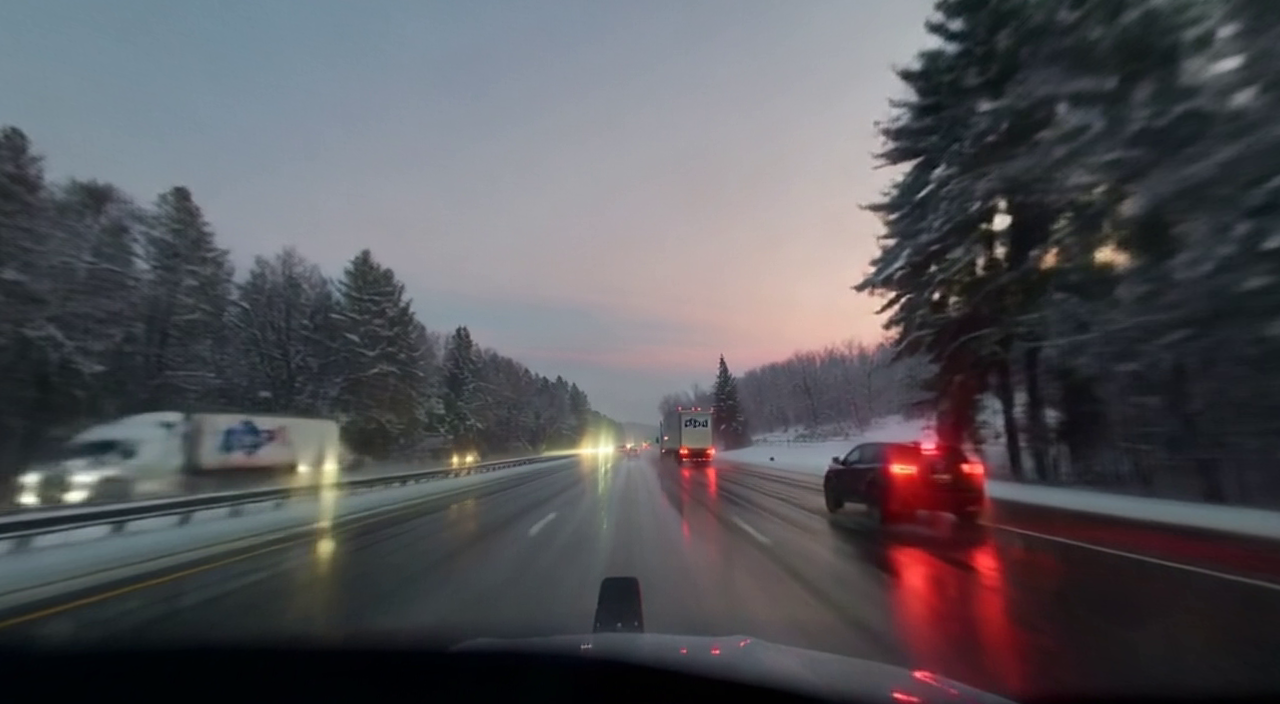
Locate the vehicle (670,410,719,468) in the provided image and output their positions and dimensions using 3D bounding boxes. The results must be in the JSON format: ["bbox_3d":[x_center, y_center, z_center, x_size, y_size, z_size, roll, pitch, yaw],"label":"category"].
[{"bbox_3d":[3.895,6.555,46.911,2.856,3.933,8.334,0,-9,0],"label":"vehicle"}]

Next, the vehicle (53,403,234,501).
[{"bbox_3d":[-21.415,4.377,27.695,2.936,3.817,5.912,0,-9,0],"label":"vehicle"}]

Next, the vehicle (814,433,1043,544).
[{"bbox_3d":[4.457,2.150,10.486,1.910,1.474,3.776,0,-9,-2],"label":"vehicle"}]

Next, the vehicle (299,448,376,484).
[{"bbox_3d":[-17.062,6.425,35.785,2.063,1.857,4.825,0,-9,-1],"label":"vehicle"}]
